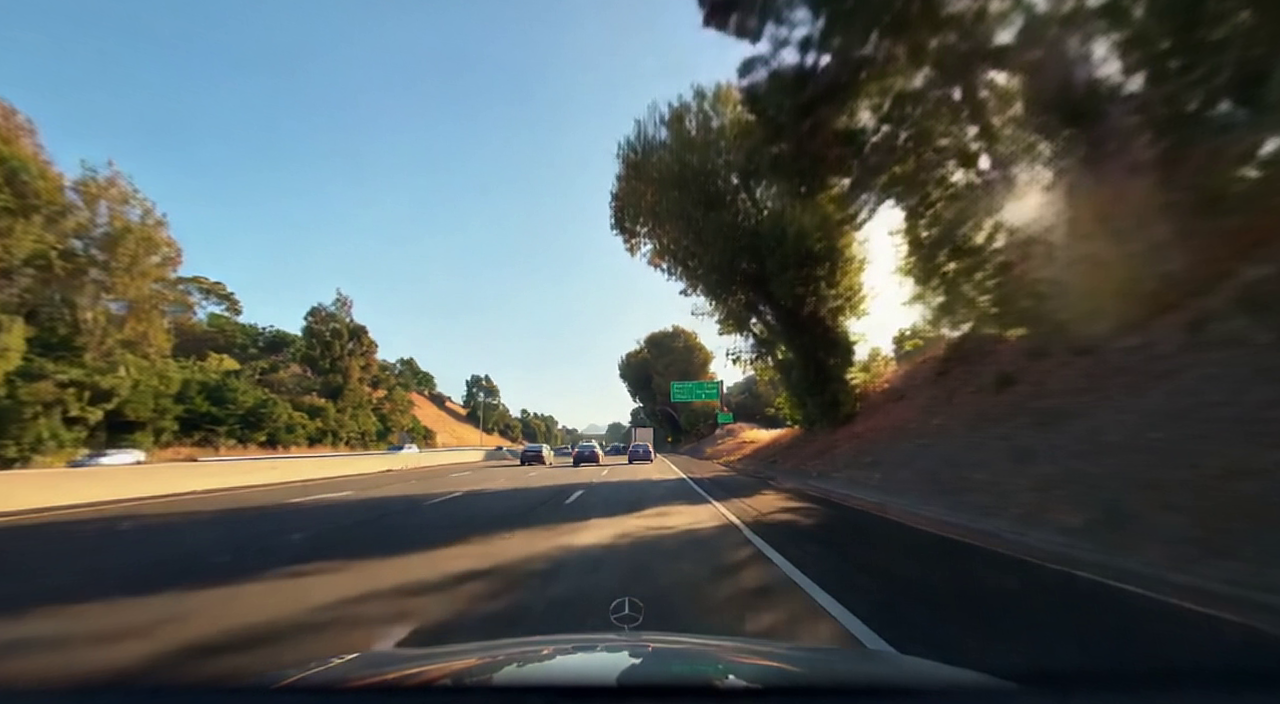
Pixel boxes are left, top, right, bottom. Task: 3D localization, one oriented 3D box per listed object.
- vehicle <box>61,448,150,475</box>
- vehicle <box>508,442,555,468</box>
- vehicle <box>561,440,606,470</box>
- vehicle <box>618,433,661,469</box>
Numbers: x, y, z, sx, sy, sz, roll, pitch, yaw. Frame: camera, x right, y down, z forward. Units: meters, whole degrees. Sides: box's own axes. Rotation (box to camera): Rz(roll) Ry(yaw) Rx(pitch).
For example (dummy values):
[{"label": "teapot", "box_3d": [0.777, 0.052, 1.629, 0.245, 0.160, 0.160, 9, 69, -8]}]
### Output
[{"label": "vehicle", "box_3d": [-38.034, 7.779, 45.098, 2.252, 1.816, 4.784, 0, -9, -2]}, {"label": "vehicle", "box_3d": [-6.748, 6.433, 39.673, 2.009, 1.519, 4.697, 0, -8, 1]}, {"label": "vehicle", "box_3d": [-3.228, 5.993, 36.987, 2.139, 1.589, 5.102, 0, -8, 1]}, {"label": "vehicle", "box_3d": [0.005, 5.659, 36.282, 2.309, 1.915, 5.130, 0, -8, 0]}]
